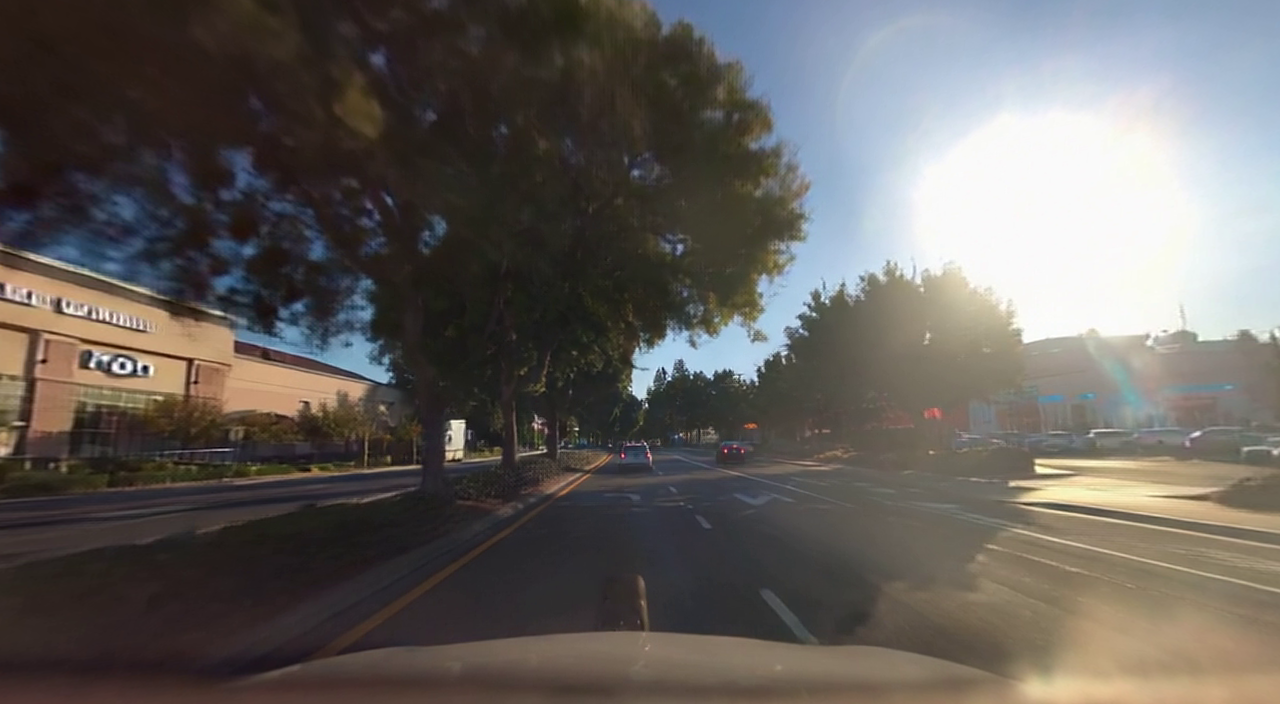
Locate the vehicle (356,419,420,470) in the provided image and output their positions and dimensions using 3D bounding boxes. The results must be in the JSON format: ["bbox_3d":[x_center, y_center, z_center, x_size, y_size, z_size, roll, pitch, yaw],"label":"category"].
[{"bbox_3d":[-19.776,7.297,49.853,2.986,3.786,4.453,0,-8,1],"label":"vehicle"}]

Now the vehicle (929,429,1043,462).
[{"bbox_3d":[22.140,6.011,40.596,5.909,1.970,2.365,0,-8,0],"label":"vehicle"}]

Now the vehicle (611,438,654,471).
[{"bbox_3d":[-0.461,5.239,32.392,2.072,1.545,4.578,0,-8,-3],"label":"vehicle"}]

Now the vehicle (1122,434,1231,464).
[{"bbox_3d":[26.943,4.896,31.964,1.761,1.409,4.353,0,-8,1],"label":"vehicle"}]

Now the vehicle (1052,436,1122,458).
[{"bbox_3d":[32.734,6.974,46.454,1.804,1.461,4.611,0,-8,1],"label":"vehicle"}]

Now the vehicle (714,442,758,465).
[{"bbox_3d":[6.637,7.059,44.089,2.075,1.475,4.571,0,-8,-3],"label":"vehicle"}]

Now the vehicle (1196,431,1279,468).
[{"bbox_3d":[26.799,4.123,26.888,1.840,1.446,4.820,-1,-8,0],"label":"vehicle"}]
